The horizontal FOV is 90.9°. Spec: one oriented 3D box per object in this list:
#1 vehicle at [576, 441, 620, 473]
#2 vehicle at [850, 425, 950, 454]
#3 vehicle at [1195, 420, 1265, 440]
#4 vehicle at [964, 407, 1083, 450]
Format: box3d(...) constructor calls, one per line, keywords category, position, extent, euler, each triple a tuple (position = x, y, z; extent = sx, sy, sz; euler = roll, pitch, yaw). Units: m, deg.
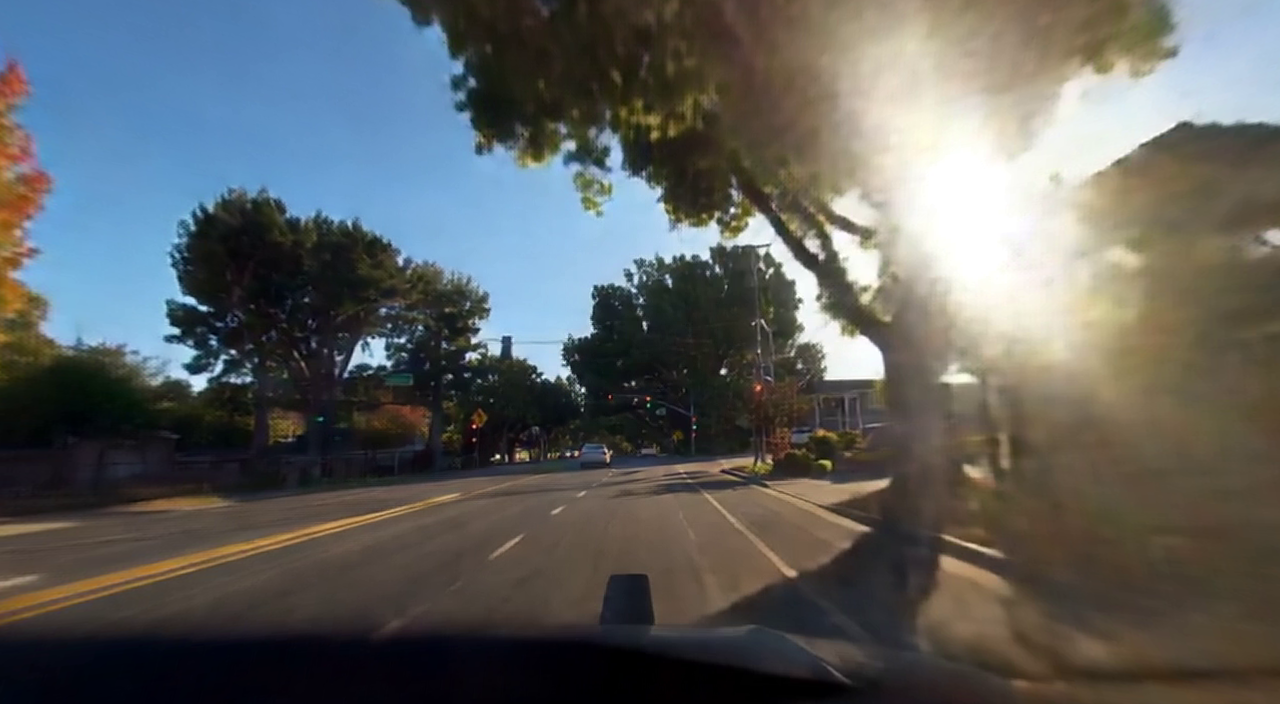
box3d(category="vehicle", position=(-2.345, 6.012, 36.444), extent=(2.084, 1.701, 4.734), euler=(0, -9, 2))
box3d(category="vehicle", position=(18.976, 6.388, 46.182), extent=(6.313, 2.043, 2.272), euler=(0, -9, -3))
box3d(category="vehicle", position=(44.546, 5.889, 47.603), extent=(3.617, 1.472, 1.738), euler=(0, -9, -4))
box3d(category="vehicle", position=(28.389, 5.690, 46.801), extent=(7.116, 3.077, 2.655), euler=(1, -9, -5))
